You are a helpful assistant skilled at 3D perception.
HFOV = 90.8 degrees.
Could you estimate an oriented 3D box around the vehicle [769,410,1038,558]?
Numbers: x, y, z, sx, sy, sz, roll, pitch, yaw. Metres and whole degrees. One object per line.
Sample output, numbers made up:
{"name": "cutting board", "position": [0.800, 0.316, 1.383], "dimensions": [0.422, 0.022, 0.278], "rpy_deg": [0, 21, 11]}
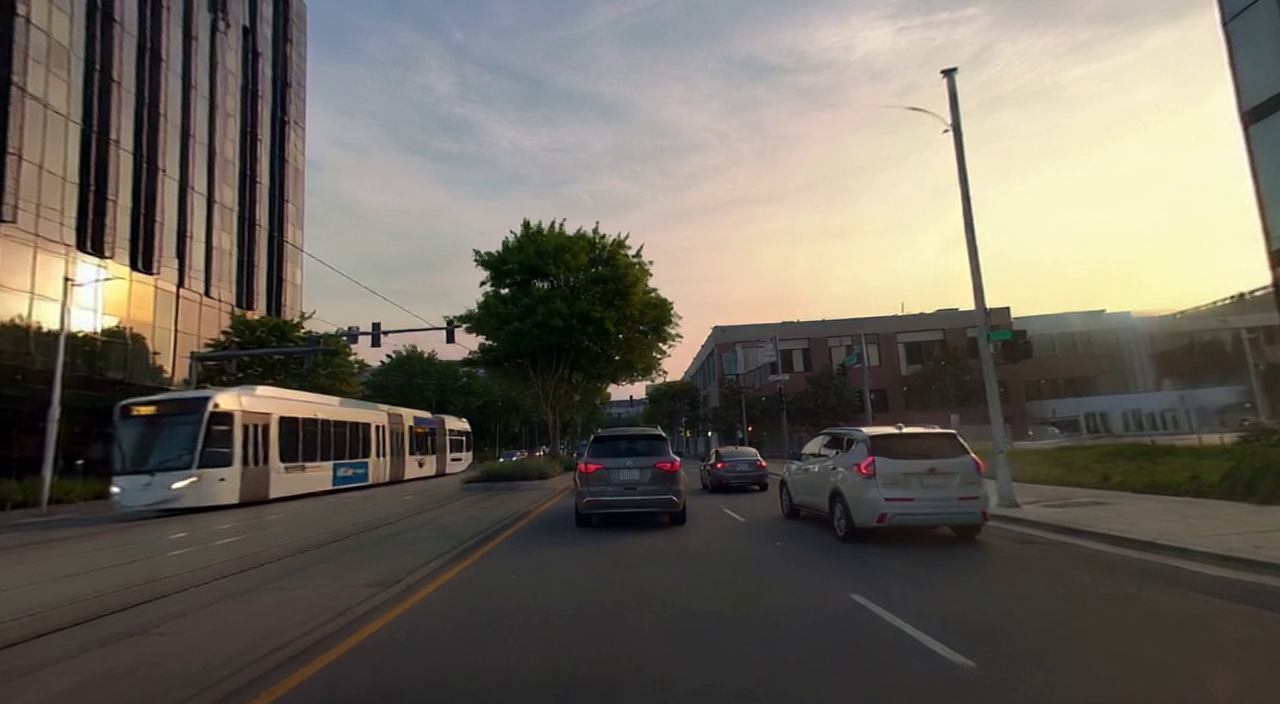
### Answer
{"name": "vehicle", "position": [3.563, 1.884, 9.766], "dimensions": [2.029, 1.717, 4.624], "rpy_deg": [0, -8, -2]}

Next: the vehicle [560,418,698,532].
{"name": "vehicle", "position": [-0.223, 2.253, 12.155], "dimensions": [2.178, 1.779, 4.255], "rpy_deg": [0, -8, -1]}

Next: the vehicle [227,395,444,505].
{"name": "vehicle", "position": [-10.990, 3.762, 24.730], "dimensions": [3.053, 3.359, 10.539], "rpy_deg": [0, -8, 1]}

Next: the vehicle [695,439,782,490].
{"name": "vehicle", "position": [3.095, 3.642, 20.789], "dimensions": [1.993, 1.480, 4.324], "rpy_deg": [0, -8, -2]}

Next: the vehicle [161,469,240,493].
{"name": "vehicle", "position": [-34.079, 10.002, 49.044], "dimensions": [4.726, 1.458, 1.770], "rpy_deg": [-3, -11, -2]}
